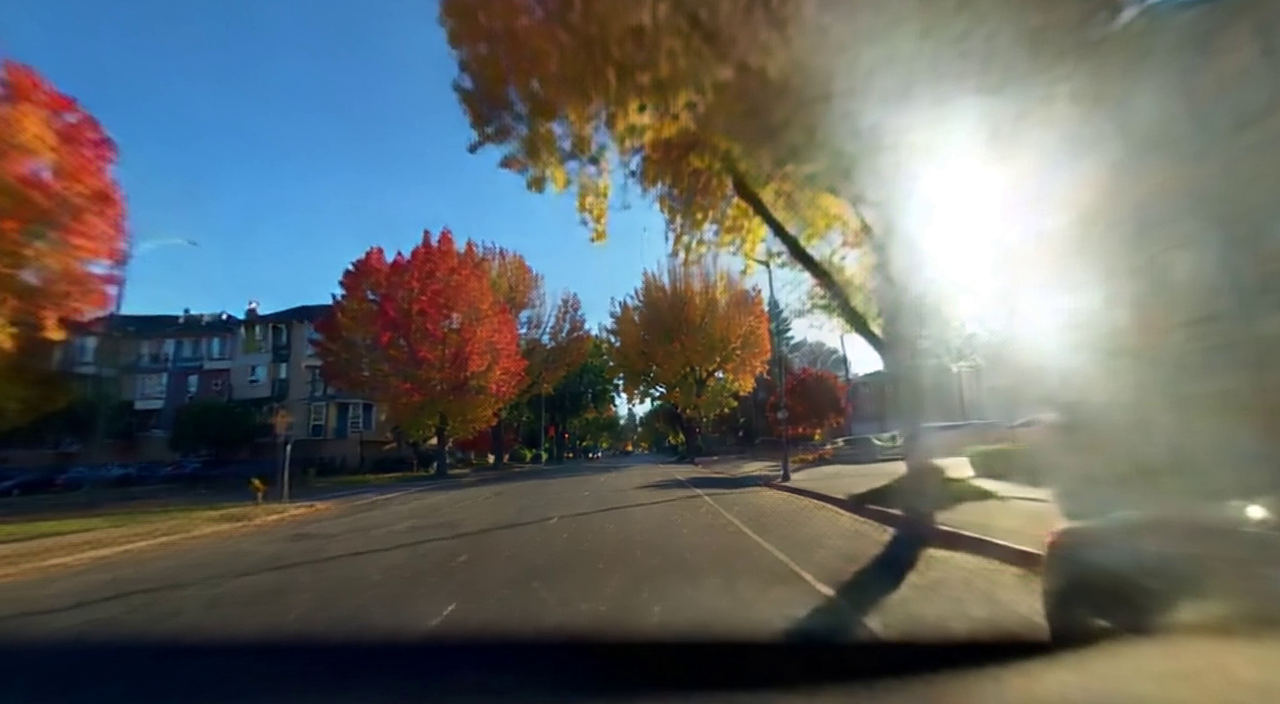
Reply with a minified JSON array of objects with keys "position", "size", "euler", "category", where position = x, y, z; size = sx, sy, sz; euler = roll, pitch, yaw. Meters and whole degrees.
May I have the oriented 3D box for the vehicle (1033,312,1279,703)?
[{"position":[3.163,0.578,0.754],"size":[2.224,1.791,4.834],"euler":[0,-9,0],"category":"vehicle"}]
